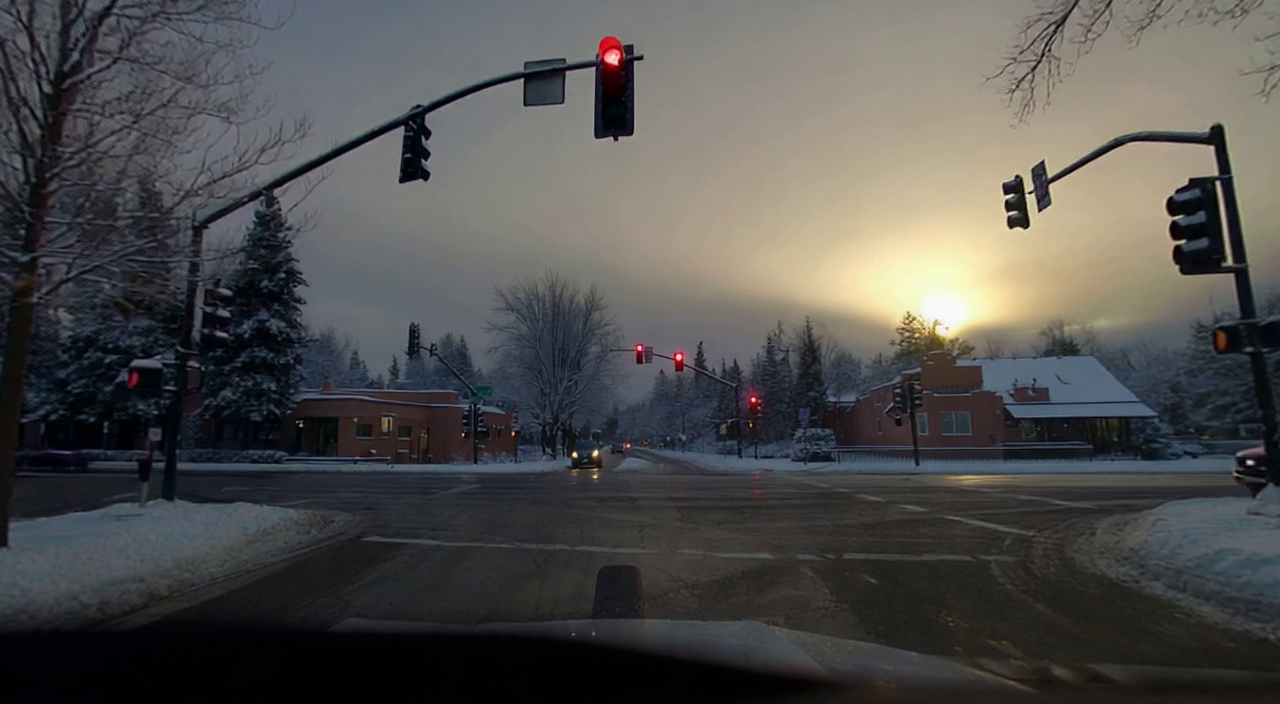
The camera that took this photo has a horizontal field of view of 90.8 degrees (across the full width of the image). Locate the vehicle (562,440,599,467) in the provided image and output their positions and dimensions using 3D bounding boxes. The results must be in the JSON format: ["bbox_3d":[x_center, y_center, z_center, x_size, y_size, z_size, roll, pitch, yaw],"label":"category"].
[{"bbox_3d":[-4.106,7.103,44.257,2.251,1.756,4.610,0,-9,-1],"label":"vehicle"}]

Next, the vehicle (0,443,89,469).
[{"bbox_3d":[-35.655,6.180,37.562,4.588,1.484,2.000,-3,-9,15],"label":"vehicle"}]

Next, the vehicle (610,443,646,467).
[{"bbox_3d":[-0.862,6.842,42.057,2.056,1.492,3.937,1,-9,-6],"label":"vehicle"}]

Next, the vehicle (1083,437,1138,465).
[{"bbox_3d":[26.967,5.654,36.146,2.092,1.474,4.046,-8,-11,40],"label":"vehicle"}]
